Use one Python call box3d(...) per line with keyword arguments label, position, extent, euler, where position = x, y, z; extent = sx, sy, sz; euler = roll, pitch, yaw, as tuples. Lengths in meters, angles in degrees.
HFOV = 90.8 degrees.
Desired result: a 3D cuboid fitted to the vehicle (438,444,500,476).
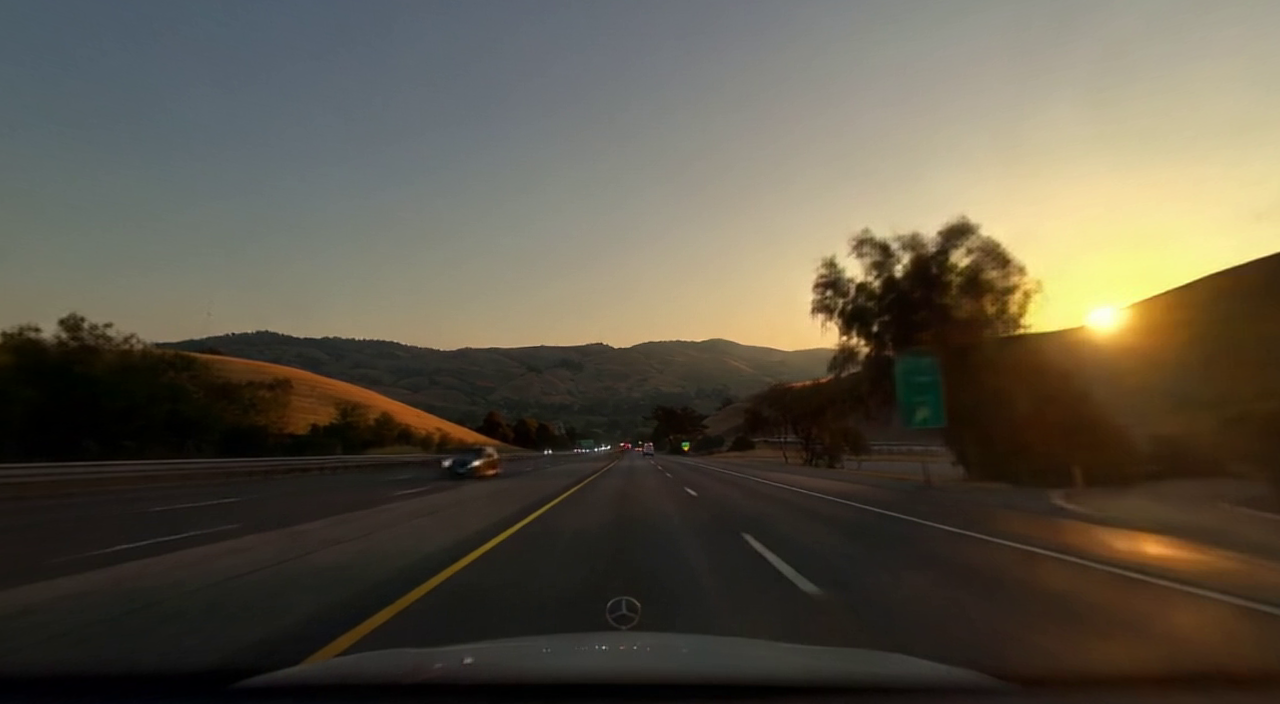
box3d(label="vehicle", position=(-8.667, 5.503, 32.366), extent=(2.003, 1.535, 4.230), euler=(0, -9, 0))
